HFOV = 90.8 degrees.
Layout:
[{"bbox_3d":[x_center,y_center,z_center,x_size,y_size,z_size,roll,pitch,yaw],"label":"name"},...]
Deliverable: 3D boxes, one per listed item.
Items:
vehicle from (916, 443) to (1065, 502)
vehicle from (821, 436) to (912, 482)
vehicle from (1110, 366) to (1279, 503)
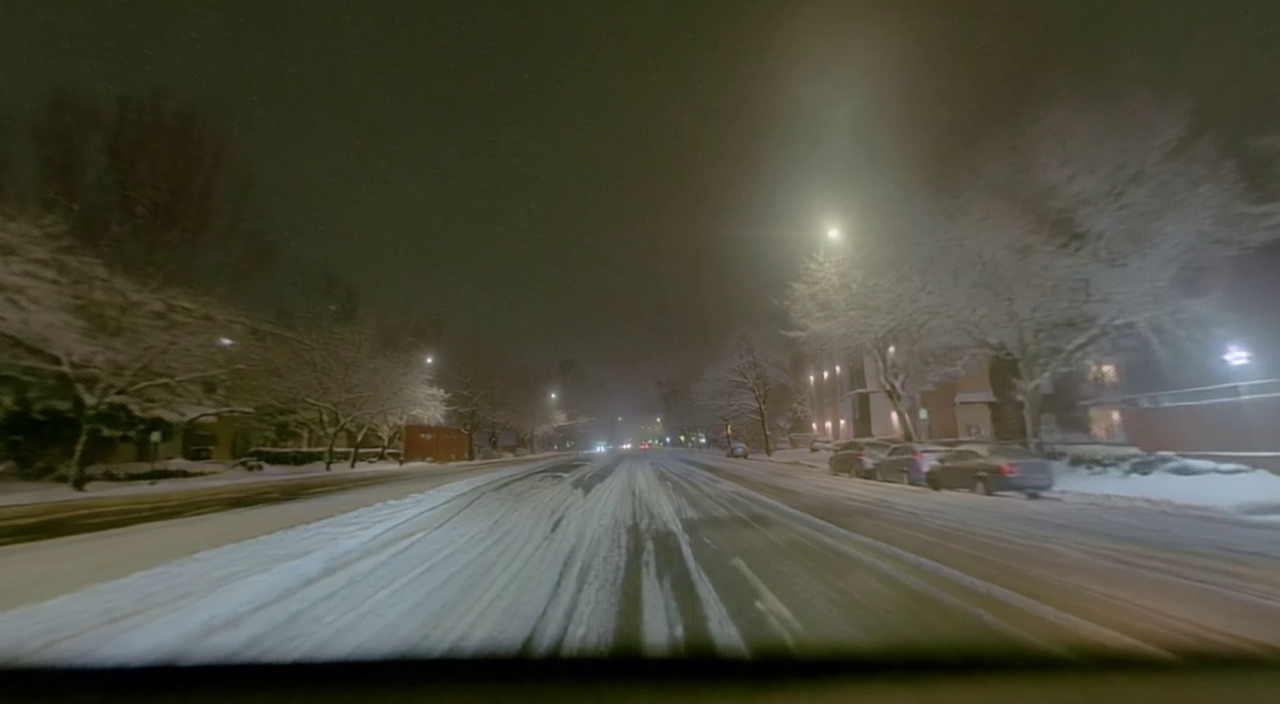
[{"bbox_3d":[10.291,3.537,18.979,1.931,1.565,4.043,1,-9,-4],"label":"vehicle"},{"bbox_3d":[9.984,4.734,28.319,2.092,1.848,4.879,0,-9,-2],"label":"vehicle"},{"bbox_3d":[17.075,2.171,16.678,6.927,3.298,2.751,0,-9,0],"label":"vehicle"}]
